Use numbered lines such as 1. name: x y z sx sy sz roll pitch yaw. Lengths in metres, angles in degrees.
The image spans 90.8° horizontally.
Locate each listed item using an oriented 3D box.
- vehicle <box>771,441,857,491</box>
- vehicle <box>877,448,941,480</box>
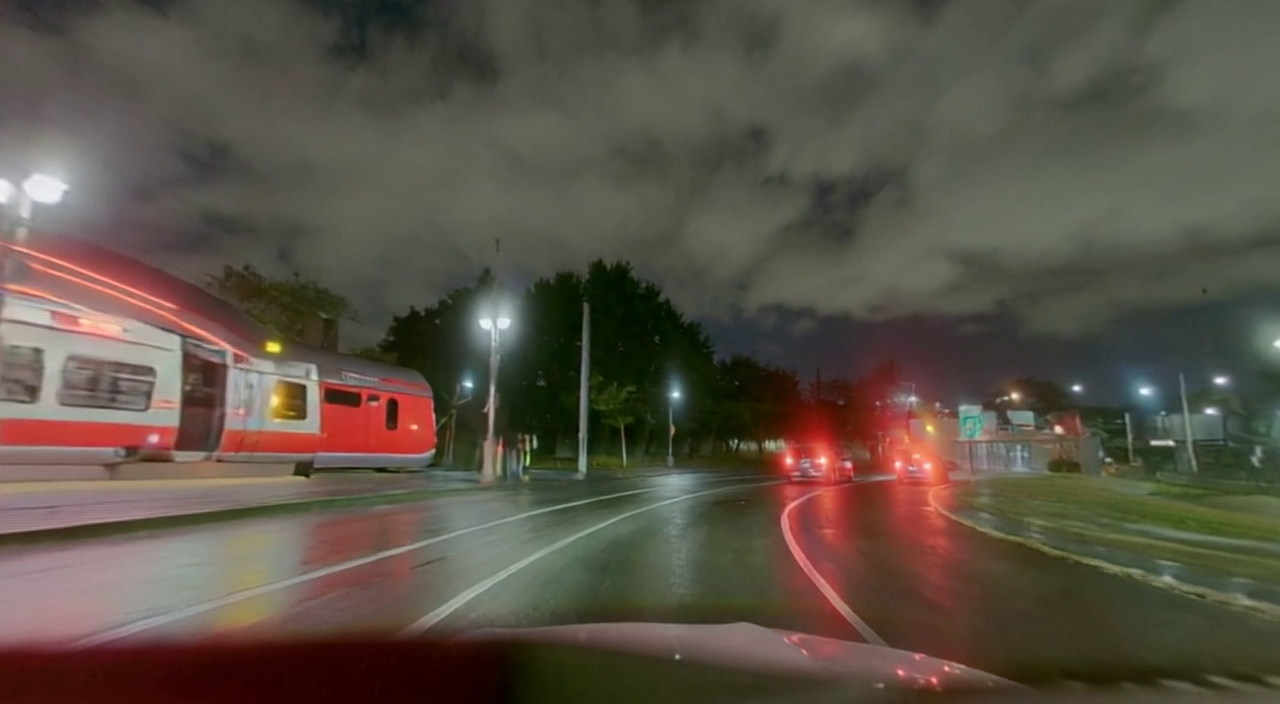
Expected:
1. vehicle: 7.049 4.479 25.268 2.263 1.765 4.237 -5 -10 29
2. vehicle: 15.992 6.571 37.396 2.010 1.725 4.320 -8 -11 43
